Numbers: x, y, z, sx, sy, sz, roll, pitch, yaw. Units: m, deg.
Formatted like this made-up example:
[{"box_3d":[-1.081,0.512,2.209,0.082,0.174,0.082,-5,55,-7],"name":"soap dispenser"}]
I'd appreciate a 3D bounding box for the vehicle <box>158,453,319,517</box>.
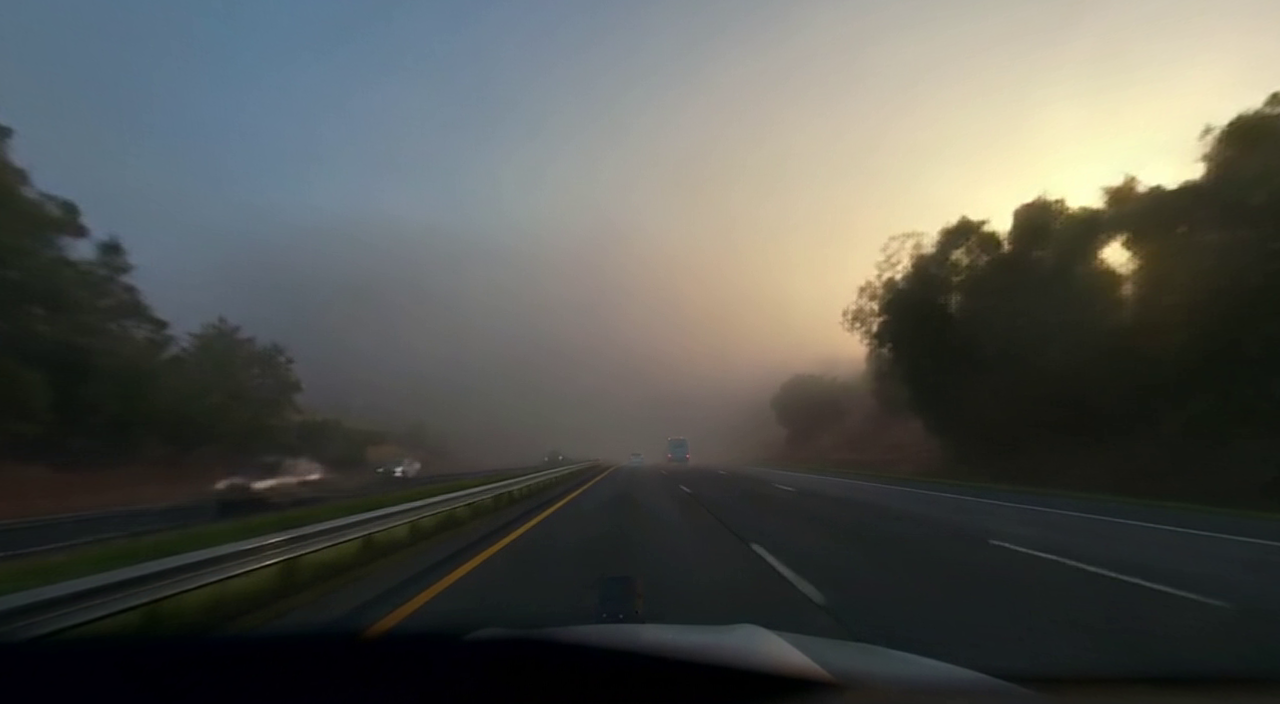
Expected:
[{"box_3d":[-11.736,3.867,18.894,1.958,1.633,4.349,0,-9,0],"name":"vehicle"}]
